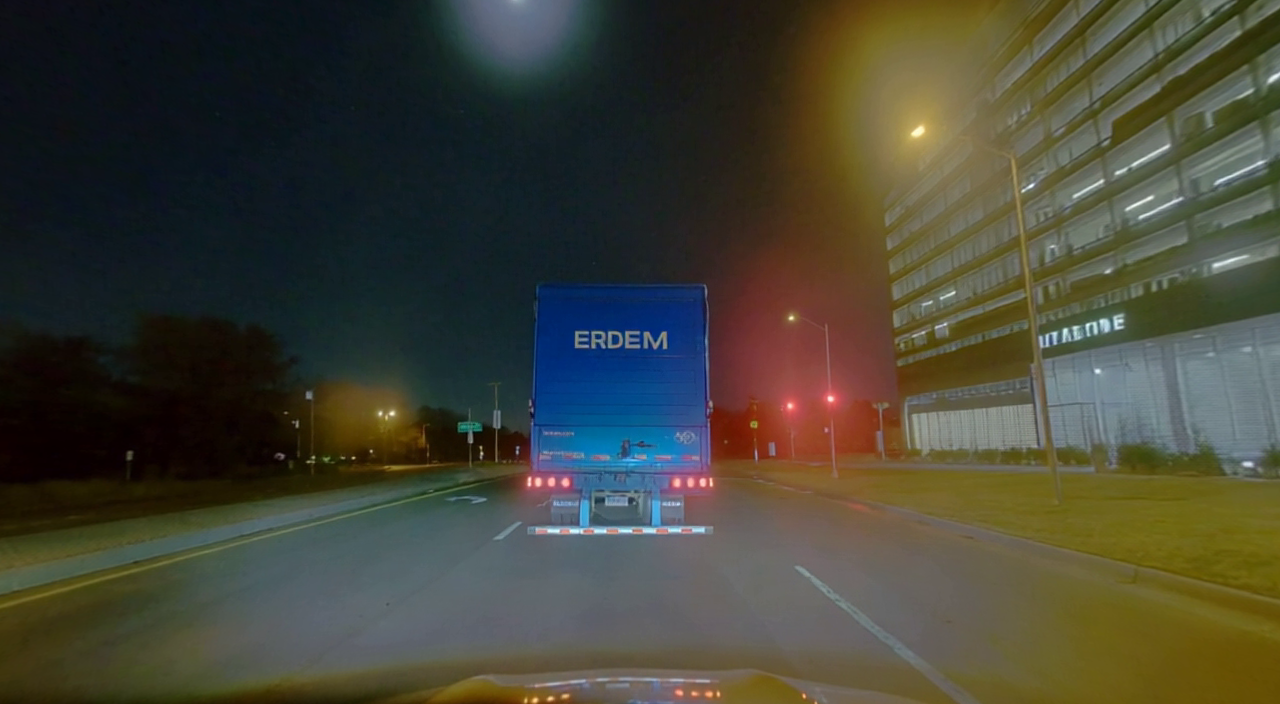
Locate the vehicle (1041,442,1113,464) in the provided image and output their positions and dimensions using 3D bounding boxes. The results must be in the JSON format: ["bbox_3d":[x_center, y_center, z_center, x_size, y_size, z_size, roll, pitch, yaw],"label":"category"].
[{"bbox_3d":[31.366,7.221,45.168,1.652,1.423,3.797,5,-9,-35],"label":"vehicle"}]

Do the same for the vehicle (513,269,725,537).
[{"bbox_3d":[-0.186,1.289,13.406,2.876,3.724,9.351,-1,-8,1],"label":"vehicle"}]
